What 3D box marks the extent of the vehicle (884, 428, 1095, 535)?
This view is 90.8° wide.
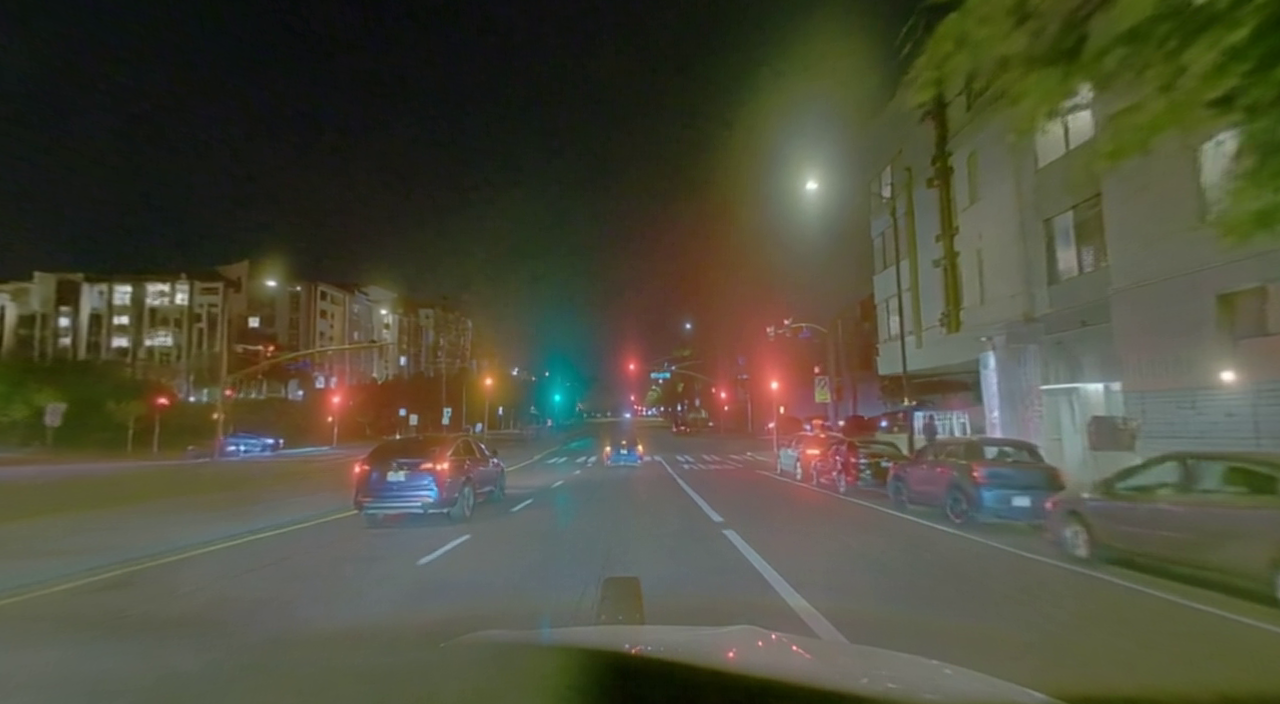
[{"bbox_3d":[6.121,2.274,11.646,1.877,1.642,3.572,0,-8,2],"label":"vehicle"}]

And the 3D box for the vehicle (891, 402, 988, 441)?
[{"bbox_3d":[21.322,4.990,45.077,5.756,2.653,2.403,2,-9,-12],"label":"vehicle"}]

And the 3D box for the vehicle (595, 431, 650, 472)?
[{"bbox_3d":[-0.656,4.048,25.785,2.082,1.520,3.896,0,-8,0],"label":"vehicle"}]

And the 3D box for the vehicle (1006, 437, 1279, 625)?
[{"bbox_3d":[6.114,1.602,6.222,2.089,1.488,4.663,0,-8,-2],"label":"vehicle"}]

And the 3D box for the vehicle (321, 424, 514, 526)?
[{"bbox_3d":[-3.807,2.186,11.803,1.934,1.522,4.464,0,-8,1],"label":"vehicle"}]

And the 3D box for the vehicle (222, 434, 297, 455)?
[{"bbox_3d":[-28.374,6.917,47.181,4.453,1.471,1.921,-1,-8,4],"label":"vehicle"}]

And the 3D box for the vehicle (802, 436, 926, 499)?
[{"bbox_3d":[5.986,3.115,17.476,1.959,1.513,4.104,0,-8,1],"label":"vehicle"}]
